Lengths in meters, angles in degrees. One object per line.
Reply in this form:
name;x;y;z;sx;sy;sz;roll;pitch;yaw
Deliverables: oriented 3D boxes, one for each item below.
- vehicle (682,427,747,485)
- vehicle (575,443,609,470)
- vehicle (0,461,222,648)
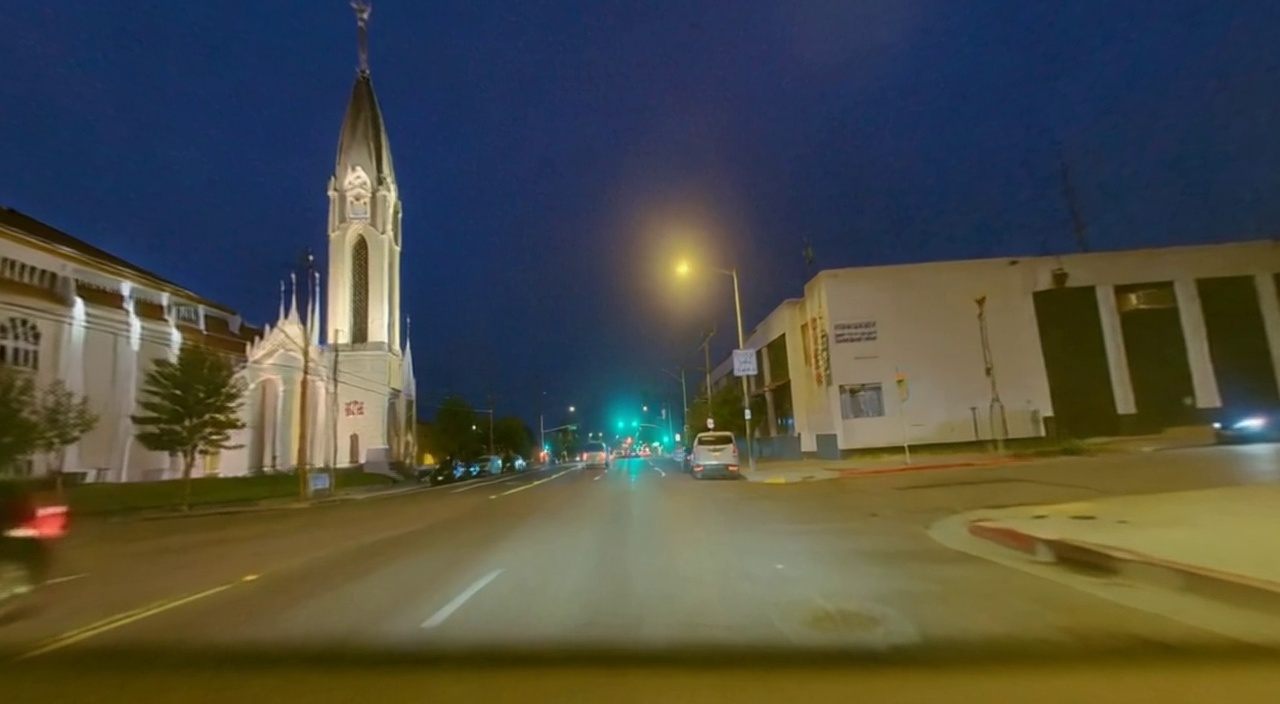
vehicle;2.796;4.067;24.961;2.074;2.041;5.045;-1;-9;1
vehicle;-3.668;8.057;48.994;2.293;1.936;4.737;0;-9;-1
vehicle;-6.328;1.677;5.092;1.881;1.476;4.620;-4;-9;20
